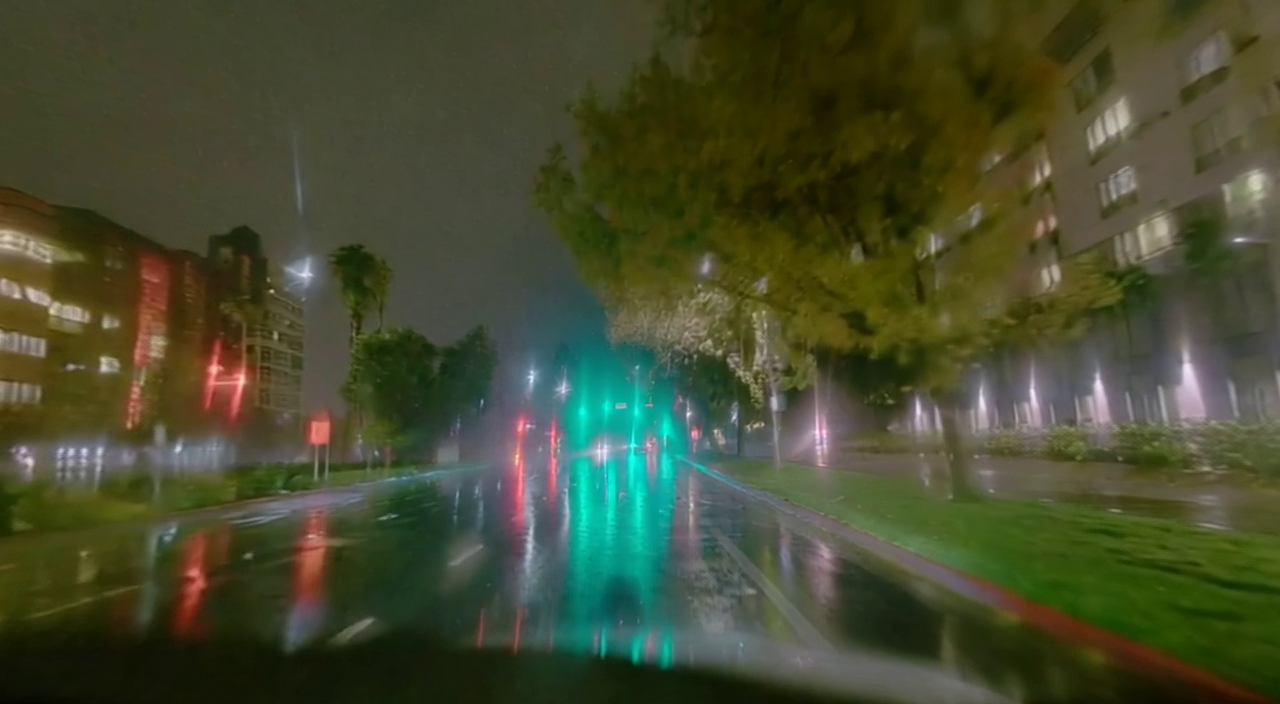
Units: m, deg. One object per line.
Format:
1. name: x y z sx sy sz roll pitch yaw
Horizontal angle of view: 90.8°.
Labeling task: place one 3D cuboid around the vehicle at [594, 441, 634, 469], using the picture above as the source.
1. vehicle: -1.523 5.835 36.077 2.131 1.474 4.146 1 -8 -4
